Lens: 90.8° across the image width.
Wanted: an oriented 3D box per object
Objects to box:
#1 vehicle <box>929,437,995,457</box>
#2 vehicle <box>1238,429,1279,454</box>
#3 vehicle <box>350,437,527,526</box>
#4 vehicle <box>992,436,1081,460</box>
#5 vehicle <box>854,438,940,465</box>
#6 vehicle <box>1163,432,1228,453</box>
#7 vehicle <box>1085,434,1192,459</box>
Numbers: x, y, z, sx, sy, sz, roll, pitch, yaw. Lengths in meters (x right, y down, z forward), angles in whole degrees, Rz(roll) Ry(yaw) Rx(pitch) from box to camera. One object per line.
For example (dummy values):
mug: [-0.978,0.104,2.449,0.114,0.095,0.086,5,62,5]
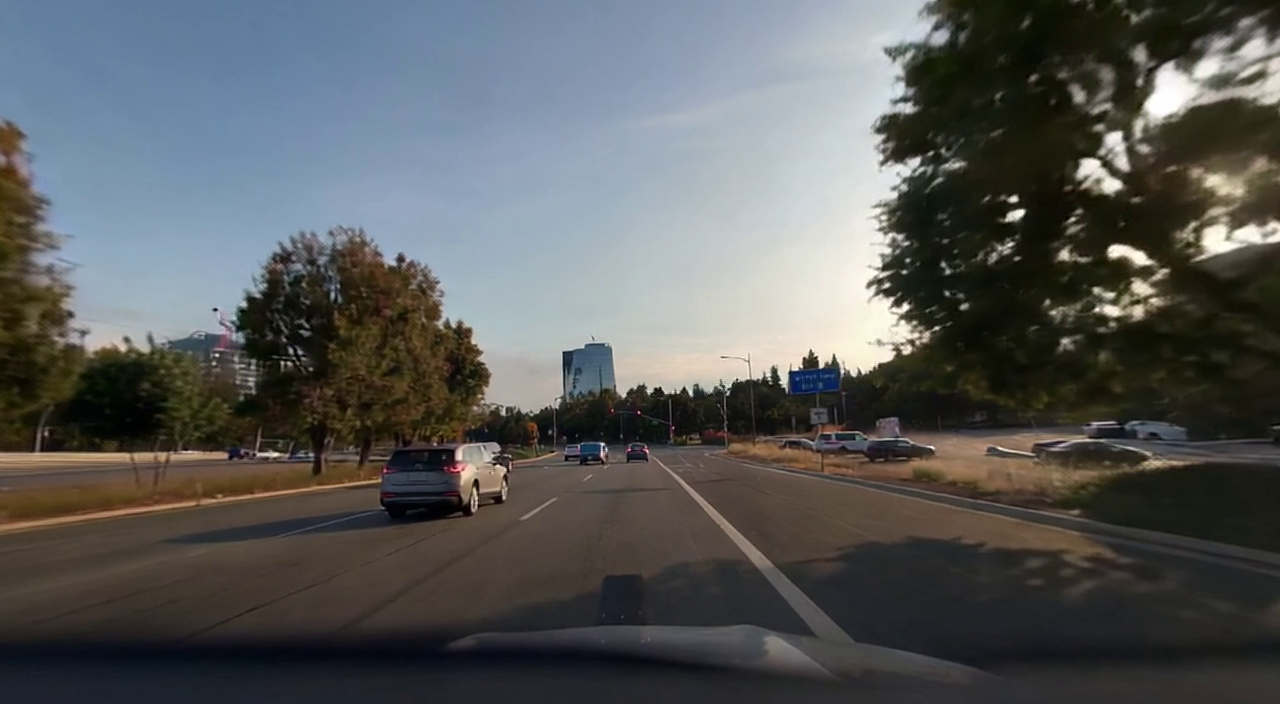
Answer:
vehicle: [25.031,7.386,49.099,4.387,1.477,1.949,-5,-10,30]
vehicle: [40.395,5.684,40.089,3.959,1.533,1.964,4,-9,-24]
vehicle: [-3.803,2.522,12.935,1.920,1.480,4.549,-1,-9,3]
vehicle: [25.131,6.106,40.221,4.528,1.450,1.889,-4,-9,25]
vehicle: [14.908,5.749,36.619,4.505,1.472,2.020,4,-10,-26]
vehicle: [39.799,6.497,45.256,4.054,1.449,1.816,3,-9,-23]
vehicle: [29.664,5.656,37.770,4.650,1.445,1.982,-5,-10,28]
